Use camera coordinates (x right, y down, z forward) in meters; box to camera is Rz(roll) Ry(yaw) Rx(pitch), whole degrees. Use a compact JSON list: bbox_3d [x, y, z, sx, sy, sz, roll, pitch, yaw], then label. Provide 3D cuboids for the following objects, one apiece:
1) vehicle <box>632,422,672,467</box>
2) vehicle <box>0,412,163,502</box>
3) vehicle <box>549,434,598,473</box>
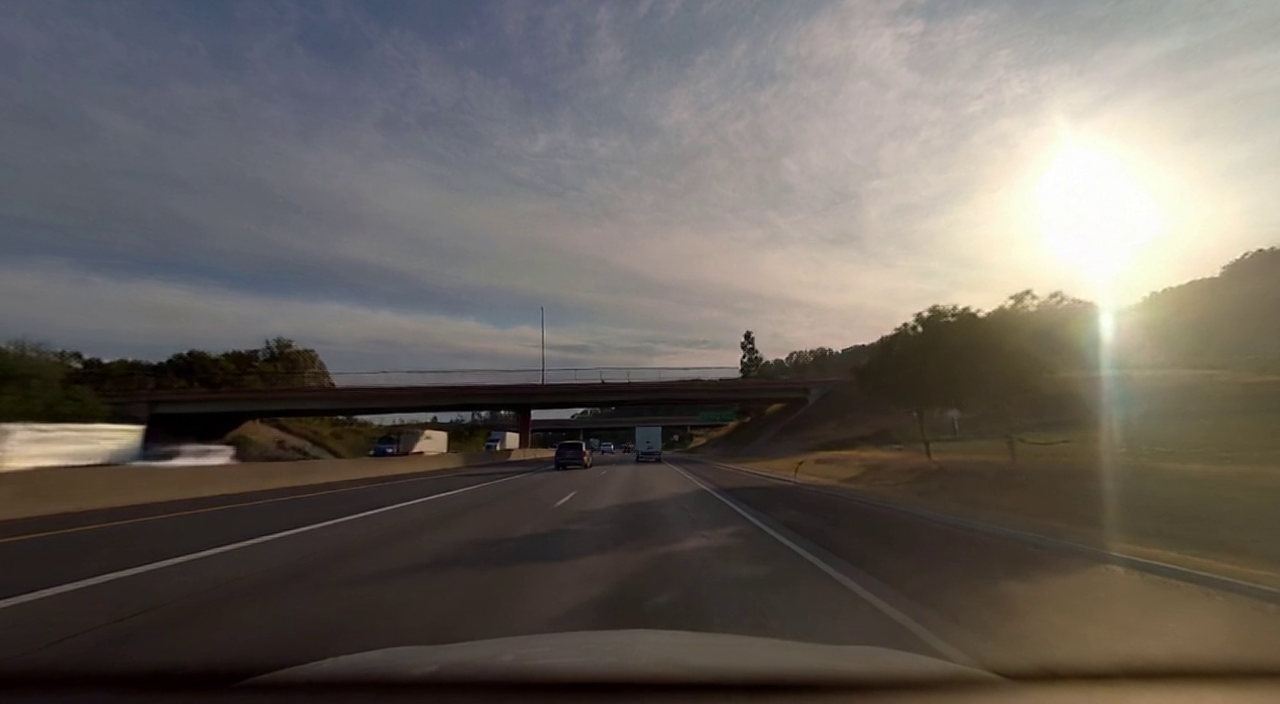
[{"bbox_3d":[0.791,6.926,47.205,2.790,3.075,7.414,0,-9,0],"label":"vehicle"},{"bbox_3d":[-24.056,4.142,25.002,2.981,3.143,9.174,0,-9,0],"label":"vehicle"},{"bbox_3d":[-3.814,5.972,37.175,2.233,2.093,5.565,0,-9,0],"label":"vehicle"}]
